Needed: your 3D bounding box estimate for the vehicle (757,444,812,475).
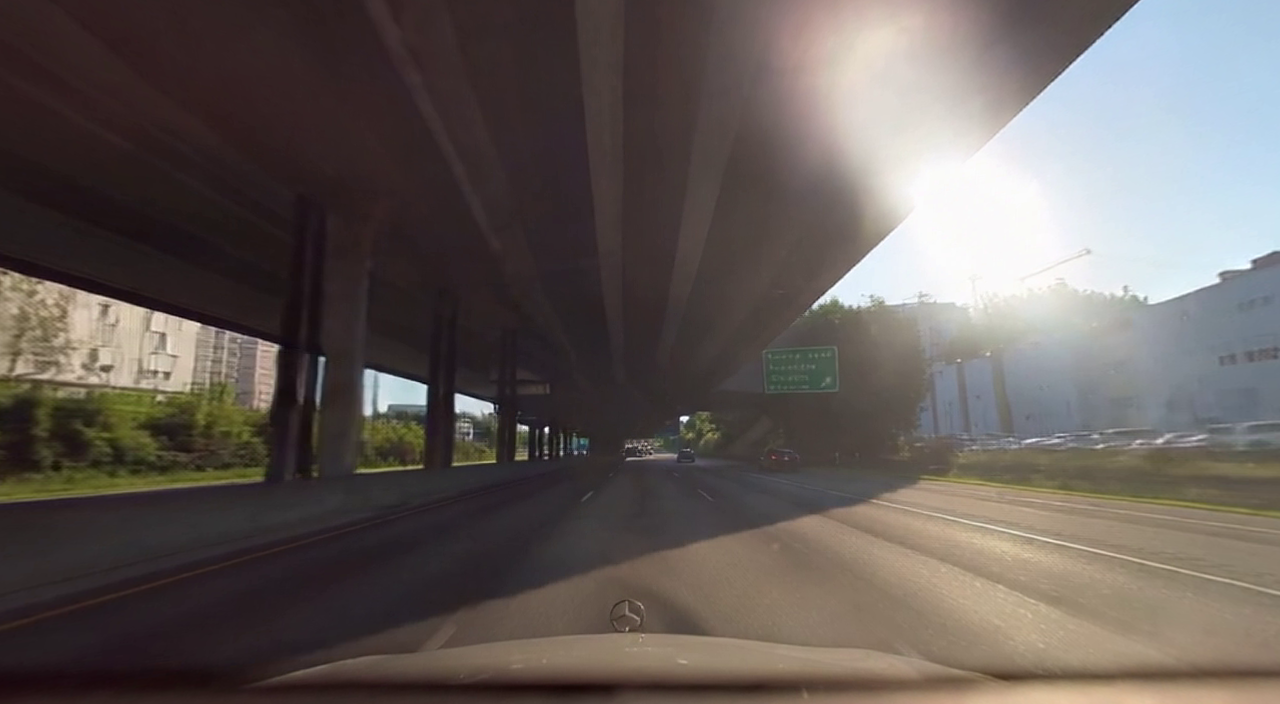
[{"bbox_3d":[7.650,5.720,33.706,1.923,1.516,3.815,0,-9,-2],"label":"vehicle"}]
